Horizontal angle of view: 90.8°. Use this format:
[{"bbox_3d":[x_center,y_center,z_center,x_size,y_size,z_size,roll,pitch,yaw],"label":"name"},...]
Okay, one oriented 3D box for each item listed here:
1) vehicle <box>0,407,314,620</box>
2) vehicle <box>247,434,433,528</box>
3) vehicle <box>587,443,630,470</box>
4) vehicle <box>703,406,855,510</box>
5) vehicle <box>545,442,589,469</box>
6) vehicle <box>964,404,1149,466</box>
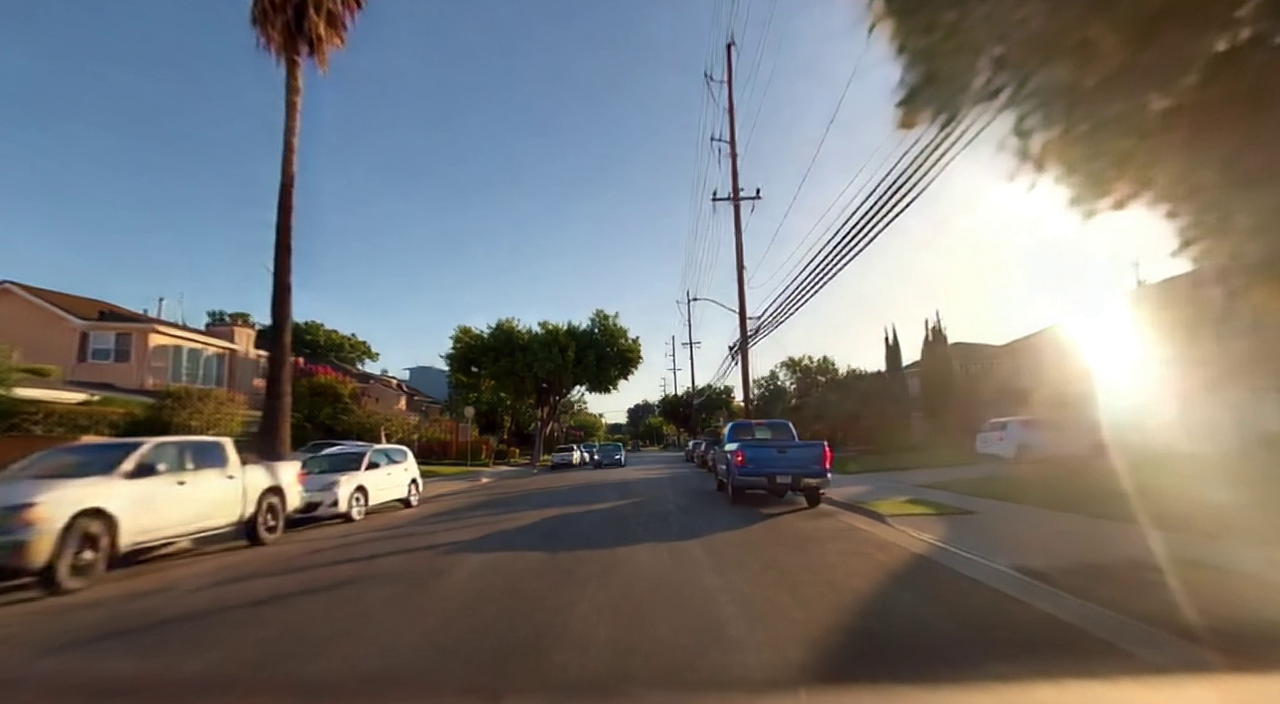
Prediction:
[{"bbox_3d":[-6.749,1.859,8.304,2.252,1.944,4.714,0,-9,2],"label":"vehicle"},{"bbox_3d":[-6.545,2.842,14.483,1.930,1.784,4.474,0,-9,2],"label":"vehicle"},{"bbox_3d":[-1.863,6.401,39.002,2.213,1.548,4.370,-1,-9,4],"label":"vehicle"},{"bbox_3d":[3.042,2.580,15.678,2.437,2.015,6.511,0,-9,1],"label":"vehicle"},{"bbox_3d":[-5.050,7.279,44.375,2.226,1.768,4.780,-1,-9,4],"label":"vehicle"},{"bbox_3d":[14.369,2.918,22.065,4.778,1.903,2.205,-2,-9,0],"label":"vehicle"}]
